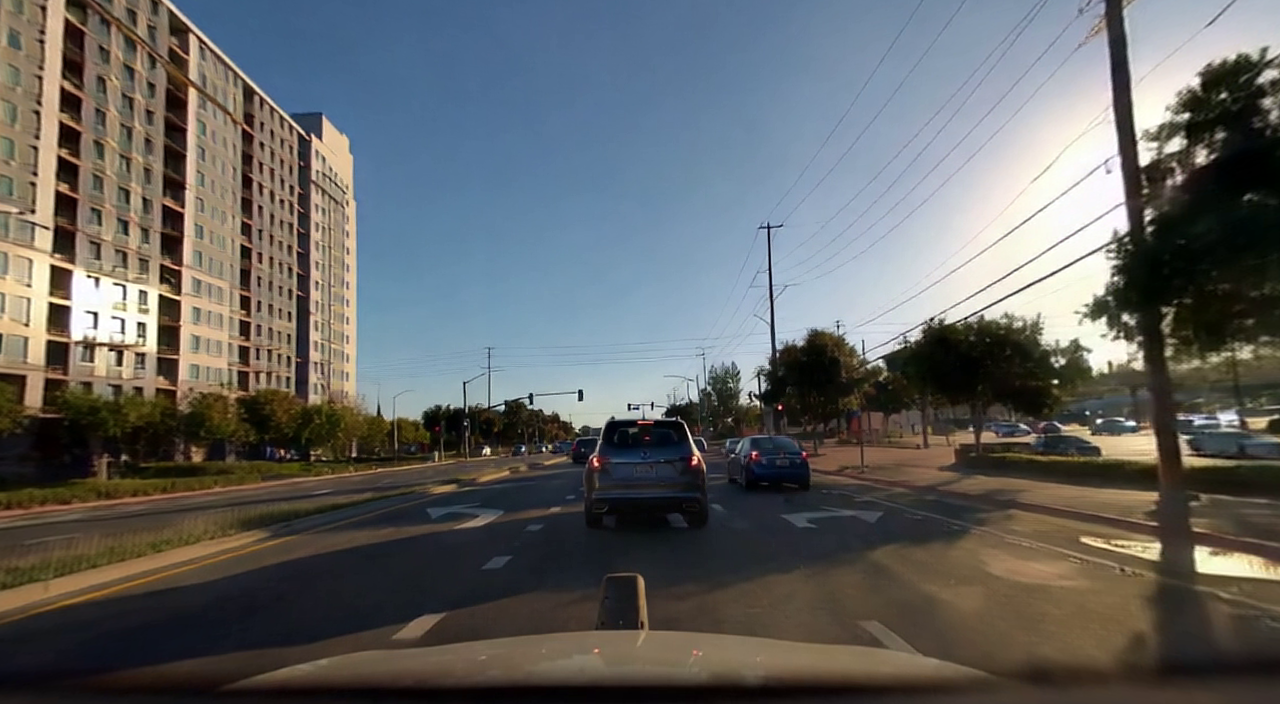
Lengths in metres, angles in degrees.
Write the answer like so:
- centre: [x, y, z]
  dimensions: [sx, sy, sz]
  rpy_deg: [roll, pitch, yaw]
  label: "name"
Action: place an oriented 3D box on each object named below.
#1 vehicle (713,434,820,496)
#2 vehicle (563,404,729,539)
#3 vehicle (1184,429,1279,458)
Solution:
- centre: [3.324, 3.076, 17.596]
  dimensions: [1.990, 1.482, 4.575]
  rpy_deg: [0, -8, 0]
  label: "vehicle"
- centre: [0.080, 1.891, 10.584]
  dimensions: [2.189, 1.776, 4.342]
  rpy_deg: [0, -8, 0]
  label: "vehicle"
- centre: [36.989, 5.749, 39.536]
  dimensions: [1.910, 1.686, 4.746]
  rpy_deg: [-1, -8, 5]
  label: "vehicle"
